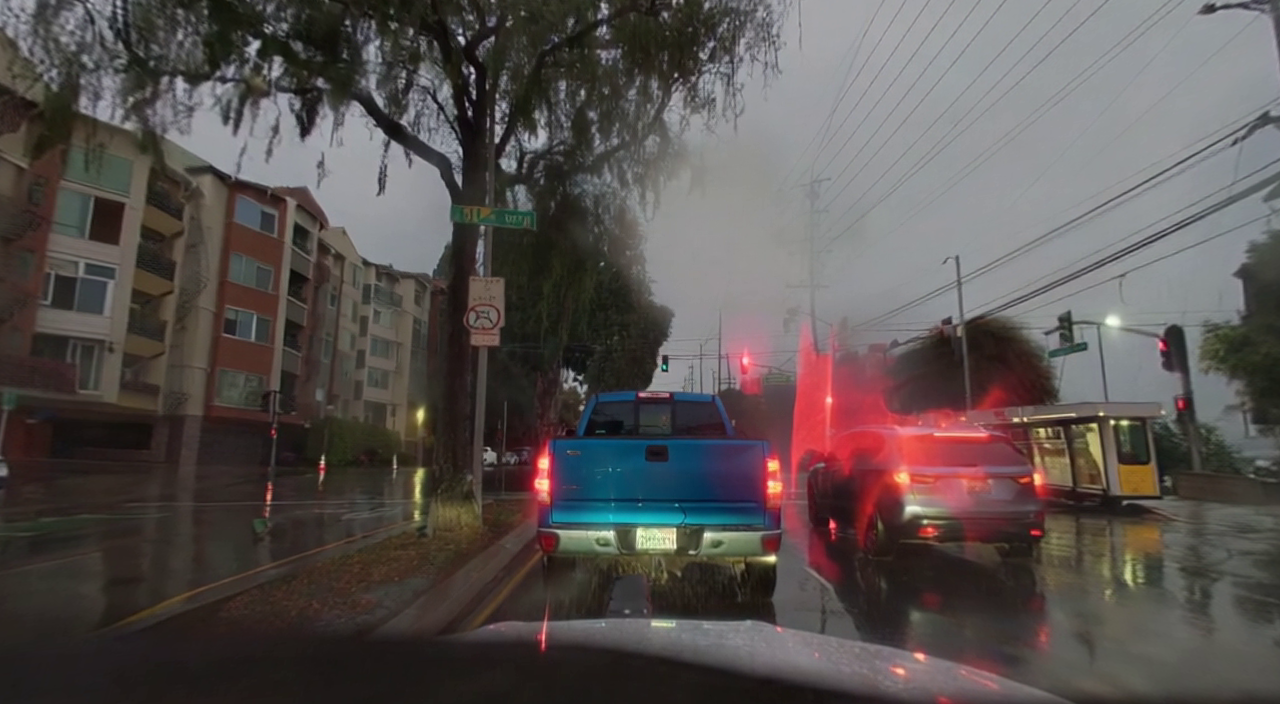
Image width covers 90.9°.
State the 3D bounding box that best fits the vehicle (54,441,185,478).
[{"bbox_3d":[-24.860,5.135,30.199,4.563,1.692,1.778,0,-8,-2],"label":"vehicle"}]

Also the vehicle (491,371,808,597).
[{"bbox_3d":[0.109,1.518,8.086,2.738,1.959,5.070,0,-8,1],"label":"vehicle"}]

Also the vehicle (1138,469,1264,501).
[{"bbox_3d":[26.400,6.267,29.780,4.071,1.388,1.884,0,-8,1],"label":"vehicle"}]

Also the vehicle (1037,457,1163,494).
[{"bbox_3d":[21.771,5.845,29.966,4.498,1.618,1.843,0,-8,0],"label":"vehicle"}]

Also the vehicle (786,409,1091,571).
[{"bbox_3d":[3.838,1.862,9.362,2.131,1.759,4.762,0,-8,-1],"label":"vehicle"}]
